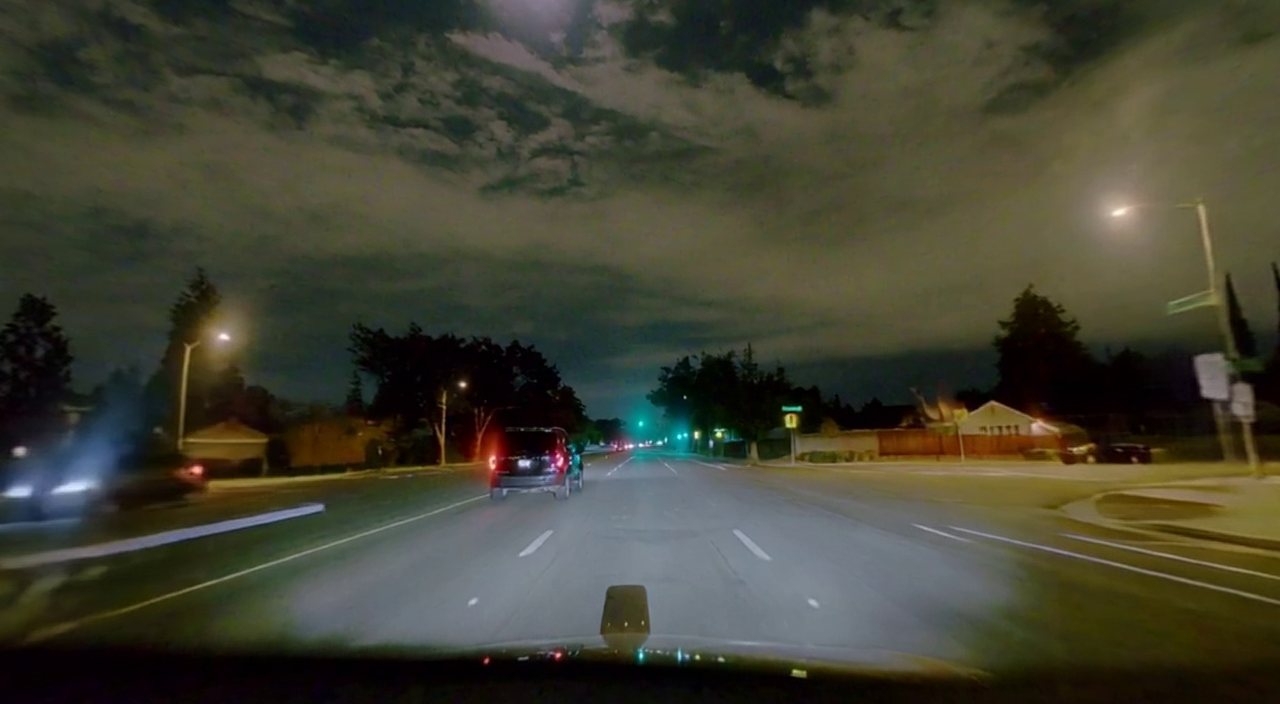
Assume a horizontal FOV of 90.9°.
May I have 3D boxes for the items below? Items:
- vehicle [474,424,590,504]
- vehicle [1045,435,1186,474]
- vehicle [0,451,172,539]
[{"bbox_3d":[-2.716,2.963,17.160,2.179,1.851,4.756,0,-8,2],"label":"vehicle"},{"bbox_3d":[22.720,4.923,30.290,4.802,1.760,2.374,0,-8,1],"label":"vehicle"},{"bbox_3d":[-12.239,2.834,13.035,1.837,1.504,4.204,0,-8,1],"label":"vehicle"}]
